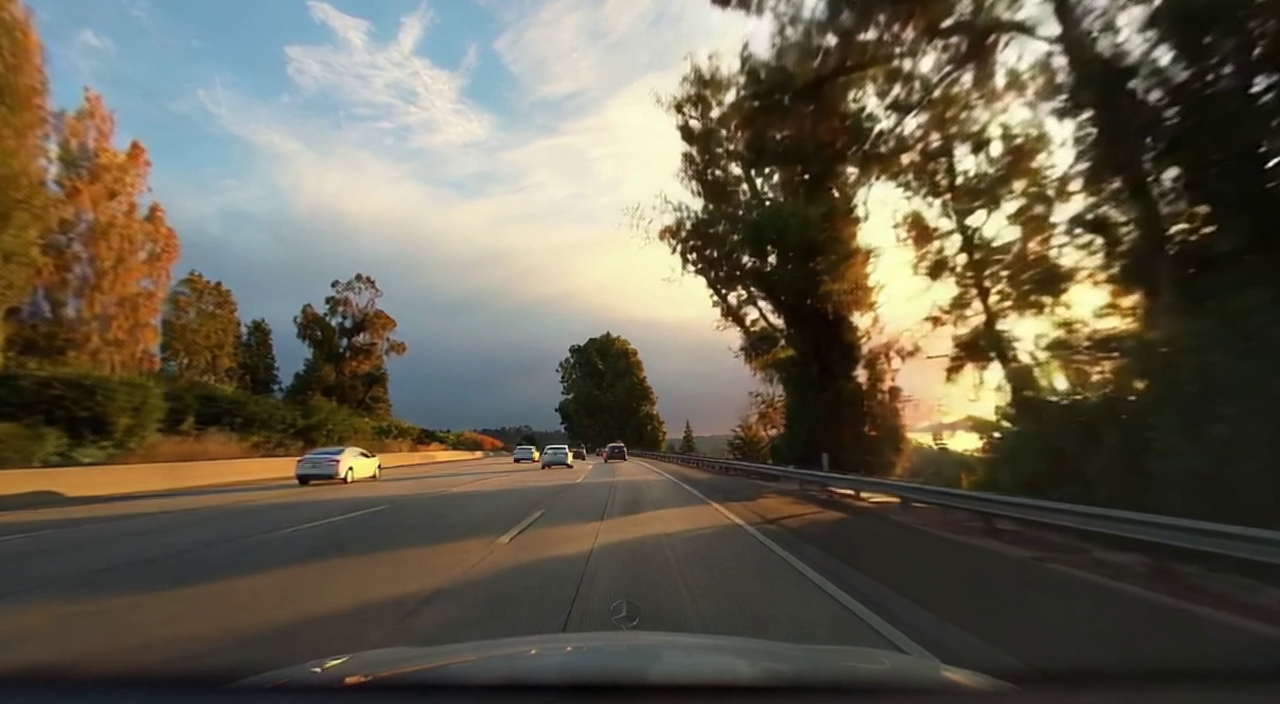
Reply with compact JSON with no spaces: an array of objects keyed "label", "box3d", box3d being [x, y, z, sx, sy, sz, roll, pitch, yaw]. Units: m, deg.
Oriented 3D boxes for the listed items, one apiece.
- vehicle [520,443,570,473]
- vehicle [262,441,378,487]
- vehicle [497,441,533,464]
[{"label":"vehicle","box3d":[-4.859,5.481,32.702,2.120,1.458,4.031,0,-9,-2]},{"label":"vehicle","box3d":[-11.562,4.066,23.164,1.960,1.487,4.593,0,-9,-2]},{"label":"vehicle","box3d":[-9.269,7.485,47.007,2.015,1.608,4.294,0,-9,-3]}]
